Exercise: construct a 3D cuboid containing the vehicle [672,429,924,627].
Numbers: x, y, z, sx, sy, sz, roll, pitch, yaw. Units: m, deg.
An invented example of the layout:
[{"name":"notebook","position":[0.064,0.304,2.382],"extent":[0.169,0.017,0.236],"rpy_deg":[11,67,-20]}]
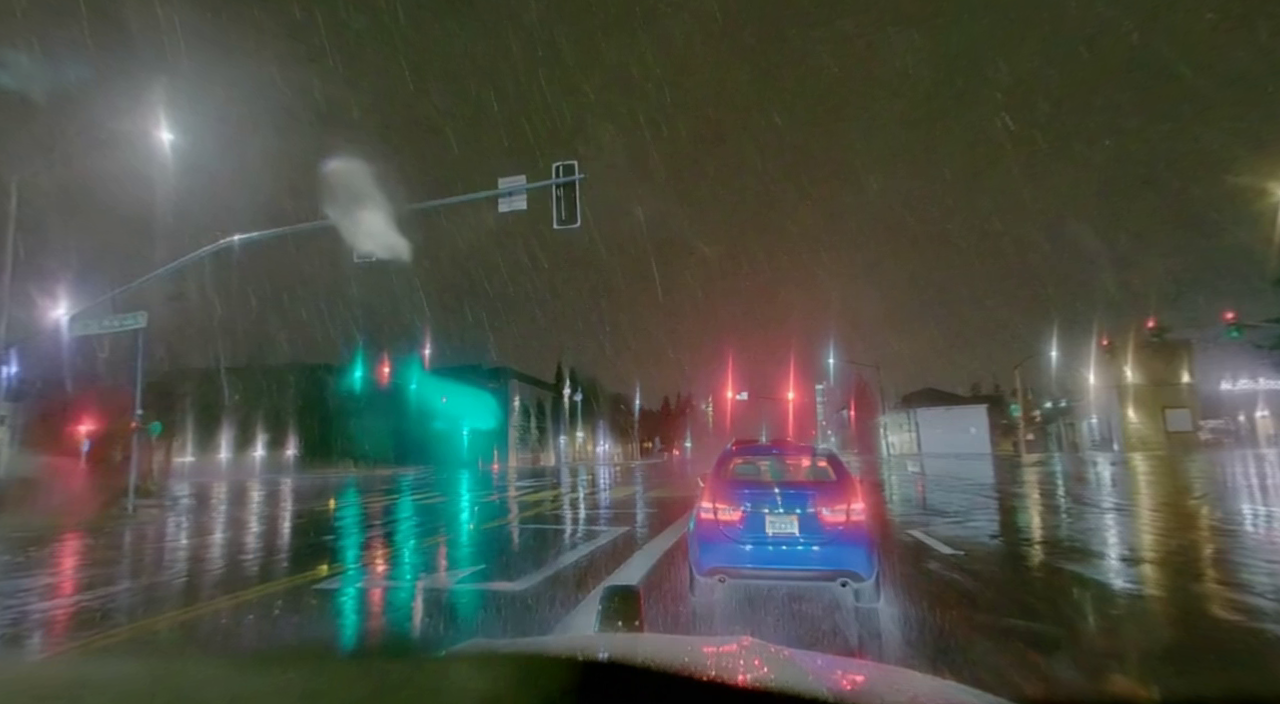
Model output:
[{"name":"vehicle","position":[1.581,1.671,7.118],"extent":[1.872,1.459,4.483],"rpy_deg":[-1,-9,10]}]
